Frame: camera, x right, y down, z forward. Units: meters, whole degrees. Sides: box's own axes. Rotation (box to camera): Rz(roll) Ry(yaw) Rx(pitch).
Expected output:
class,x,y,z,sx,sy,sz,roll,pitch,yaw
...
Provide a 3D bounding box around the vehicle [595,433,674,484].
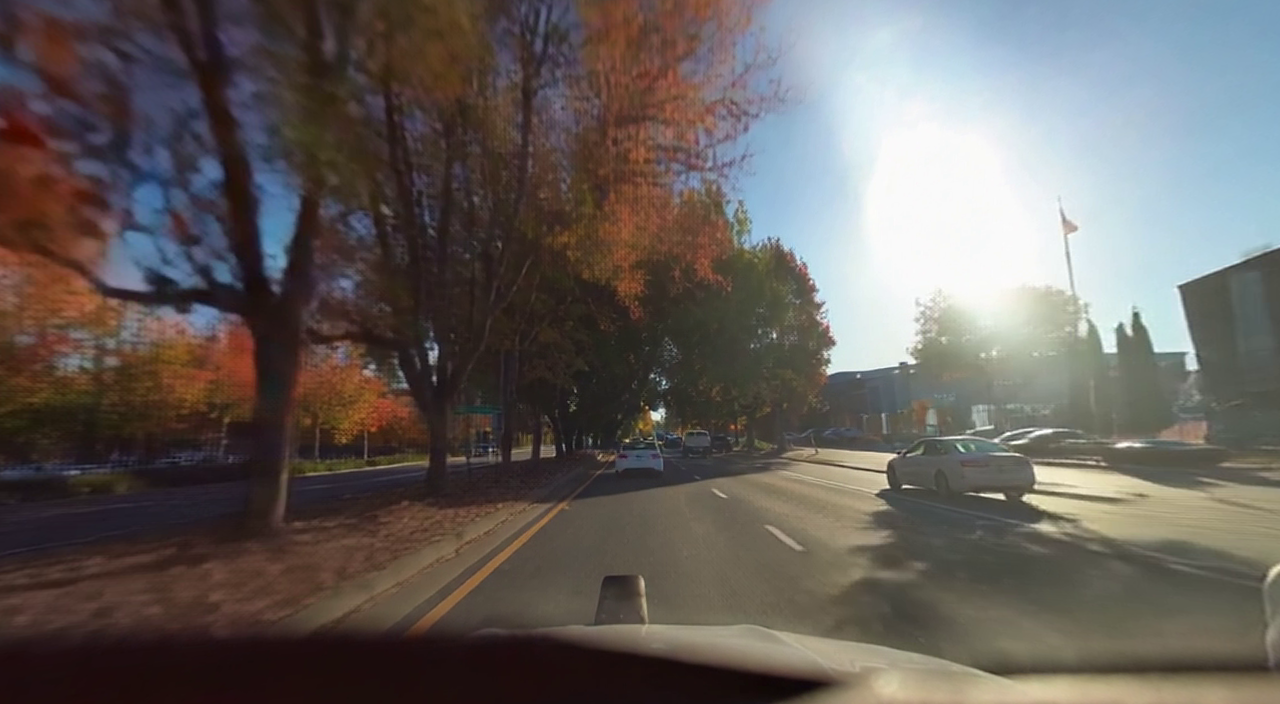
class,x,y,z,sx,sy,sz,roll,pitch,yaw
vehicle,-0.198,3.420,20.556,2.289,1.471,4.477,0,-8,-1

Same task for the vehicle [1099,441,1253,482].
class,x,y,z,sx,sy,sz,roll,pitch,yaw
vehicle,21.127,4.308,25.244,1.920,1.458,4.704,0,-8,-2

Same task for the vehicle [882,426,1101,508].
class,x,y,z,sx,sy,sz,roll,pitch,yaw
vehicle,7.391,2.468,14.032,2.111,1.493,4.639,0,-8,-1

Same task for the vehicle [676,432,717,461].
class,x,y,z,sx,sy,sz,roll,pitch,yaw
vehicle,3.596,6.151,41.254,2.188,1.760,4.297,0,-8,-1

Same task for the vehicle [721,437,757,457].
class,x,y,z,sx,sy,sz,roll,pitch,yaw
vehicle,7.507,7.261,48.293,2.061,1.460,3.948,0,-8,-1

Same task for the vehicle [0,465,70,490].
class,x,y,z,sx,sy,sz,roll,pitch,yaw
vehicle,-44.550,9.117,45.990,3.961,1.678,2.032,1,-8,-4
